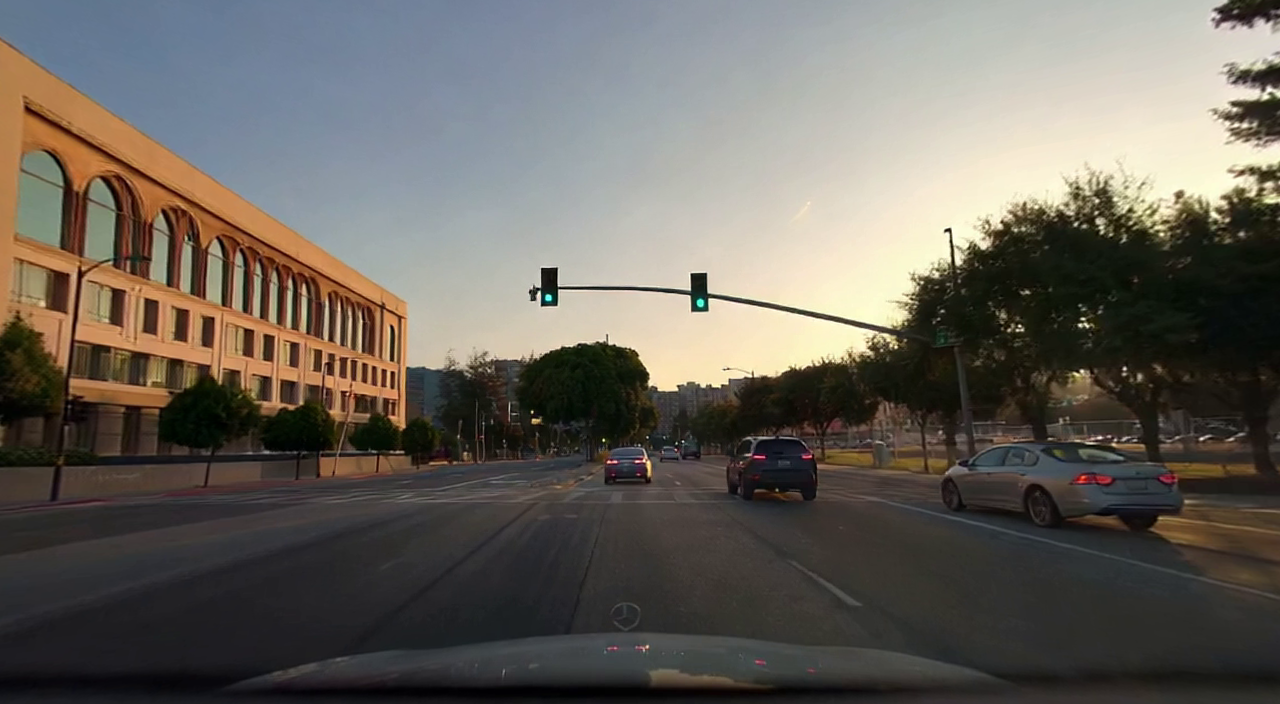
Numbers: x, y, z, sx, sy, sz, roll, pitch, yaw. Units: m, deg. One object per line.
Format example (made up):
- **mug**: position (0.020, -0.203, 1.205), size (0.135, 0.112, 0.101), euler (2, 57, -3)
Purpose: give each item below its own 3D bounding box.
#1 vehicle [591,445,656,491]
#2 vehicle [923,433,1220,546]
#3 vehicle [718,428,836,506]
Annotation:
- **vehicle**: position (-0.578, 3.973, 22.002), size (2.054, 1.446, 3.969), euler (0, -9, -1)
- **vehicle**: position (6.701, 2.144, 10.565), size (1.868, 1.472, 4.274), euler (0, -9, -1)
- **vehicle**: position (3.435, 2.975, 16.762), size (2.036, 1.757, 4.300), euler (0, -9, -2)
